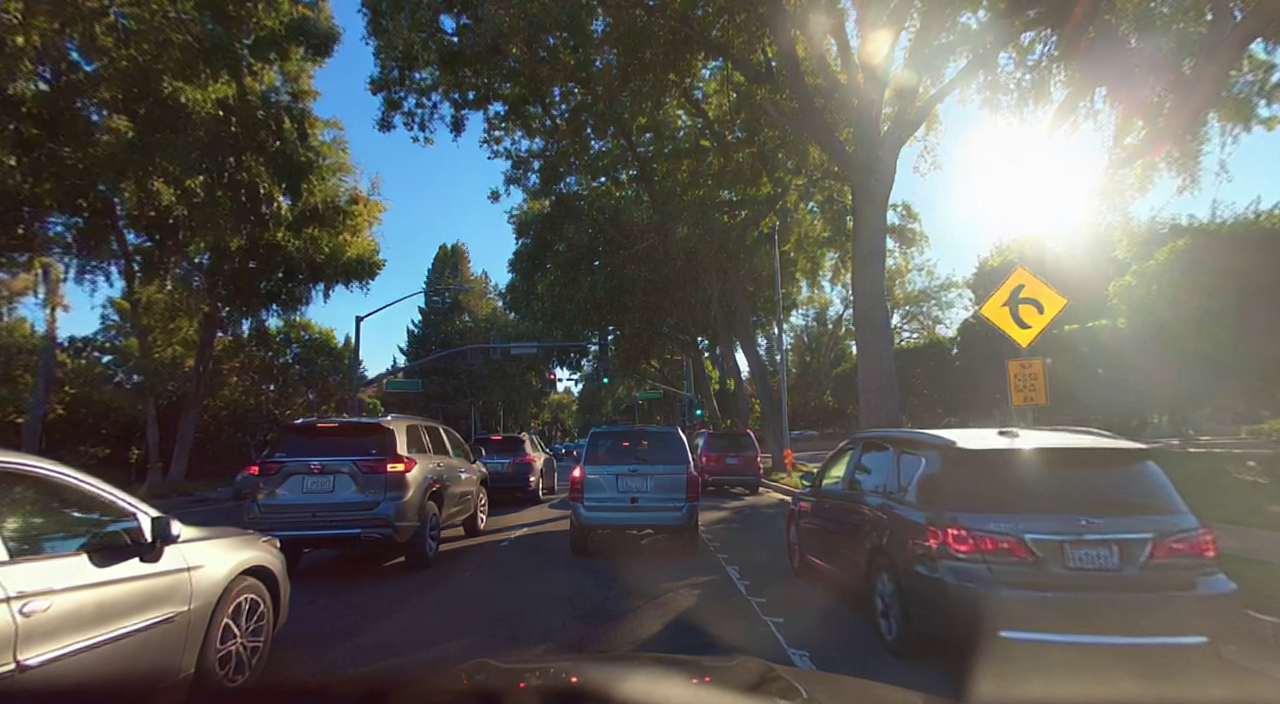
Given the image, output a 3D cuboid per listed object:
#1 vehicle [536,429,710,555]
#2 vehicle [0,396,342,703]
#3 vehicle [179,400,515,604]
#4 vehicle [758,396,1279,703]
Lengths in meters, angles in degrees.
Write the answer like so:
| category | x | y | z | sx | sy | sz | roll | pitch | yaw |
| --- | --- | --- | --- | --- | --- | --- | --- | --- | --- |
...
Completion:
| category | x | y | z | sx | sy | sz | roll | pitch | yaw |
| --- | --- | --- | --- | --- | --- | --- | --- | --- | --- |
| vehicle | -0.252 | 1.923 | 9.324 | 2.025 | 1.453 | 3.848 | 0 | -8 | -2 |
| vehicle | -2.922 | 0.839 | 1.611 | 1.974 | 1.484 | 4.716 | 0 | -8 | 0 |
| vehicle | -2.897 | 1.576 | 7.451 | 1.964 | 1.712 | 4.097 | 0 | -8 | 0 |
| vehicle | 2.522 | 1.302 | 5.292 | 2.116 | 1.497 | 4.652 | 0 | -8 | -1 |
